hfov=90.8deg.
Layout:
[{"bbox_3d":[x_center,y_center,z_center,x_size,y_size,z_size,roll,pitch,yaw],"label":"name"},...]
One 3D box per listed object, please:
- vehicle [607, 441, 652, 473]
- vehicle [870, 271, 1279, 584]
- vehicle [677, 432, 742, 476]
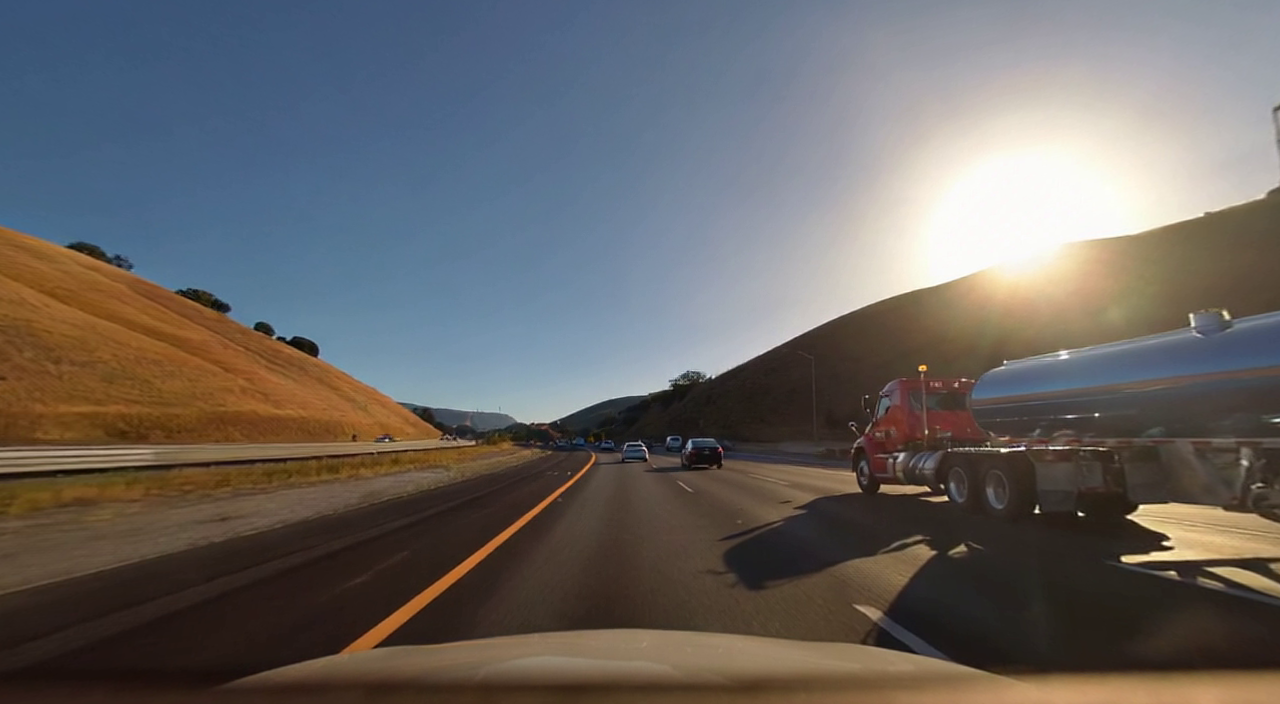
[{"bbox_3d":[-0.607,5.207,31.645,2.083,1.477,3.965,0,-9,-3],"label":"vehicle"},{"bbox_3d":[7.297,1.391,10.771,2.880,2.975,9.608,0,-9,-2],"label":"vehicle"},{"bbox_3d":[3.029,4.572,28.526,2.098,1.794,4.561,0,-9,-4],"label":"vehicle"}]
